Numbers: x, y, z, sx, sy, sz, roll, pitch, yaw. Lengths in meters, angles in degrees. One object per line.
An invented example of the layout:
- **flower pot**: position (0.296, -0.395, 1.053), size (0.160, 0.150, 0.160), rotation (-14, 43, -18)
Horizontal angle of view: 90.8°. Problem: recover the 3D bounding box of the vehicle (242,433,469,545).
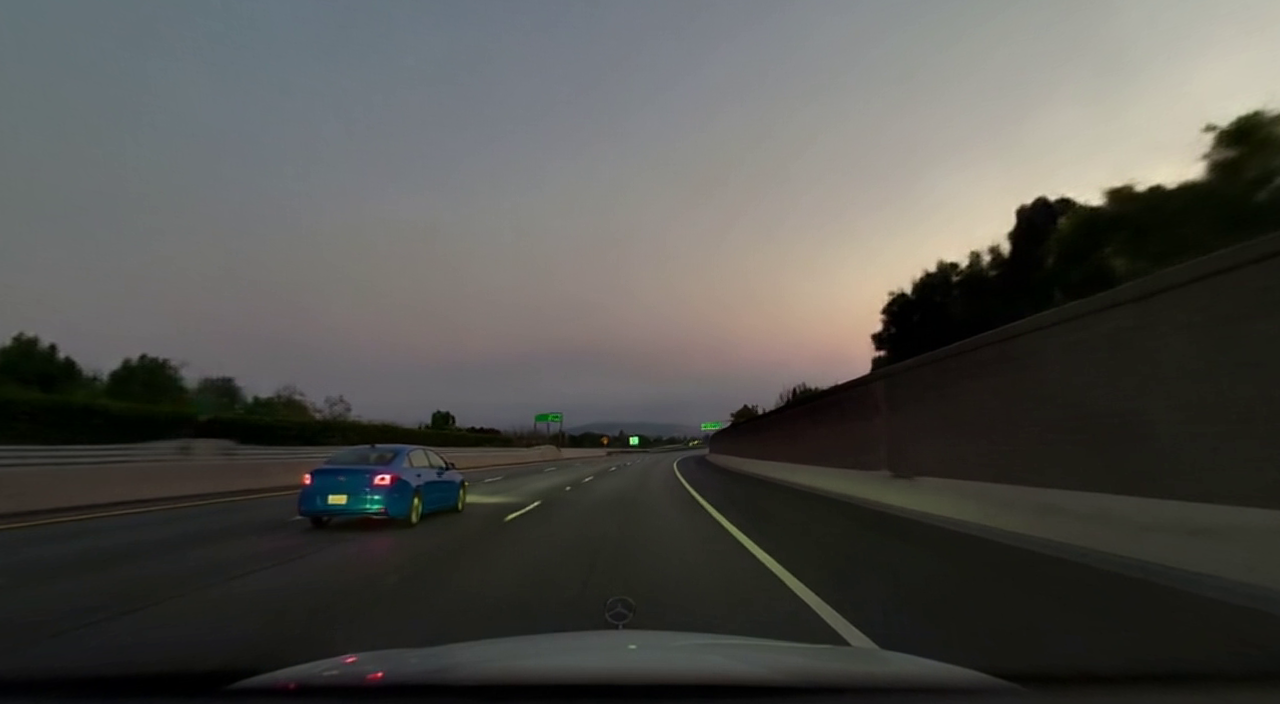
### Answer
- **vehicle**: position (-4.369, 2.142, 10.465), size (1.928, 1.504, 3.745), rotation (0, -9, 1)
